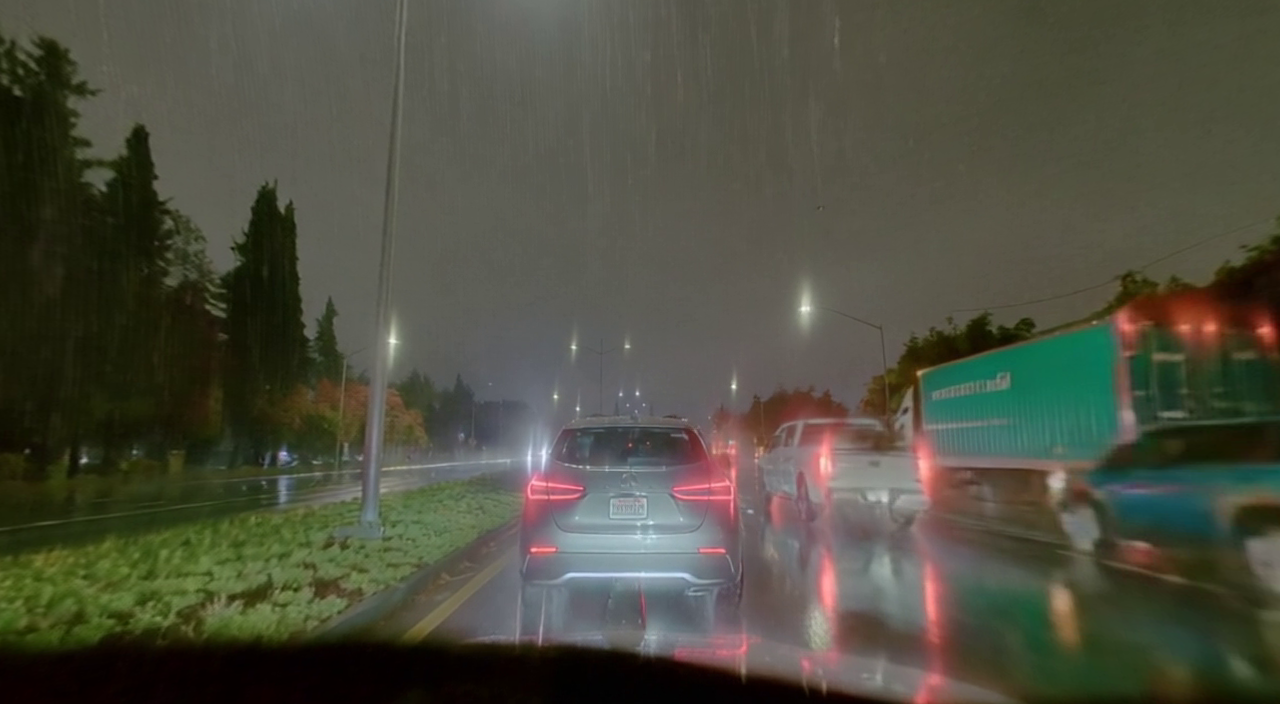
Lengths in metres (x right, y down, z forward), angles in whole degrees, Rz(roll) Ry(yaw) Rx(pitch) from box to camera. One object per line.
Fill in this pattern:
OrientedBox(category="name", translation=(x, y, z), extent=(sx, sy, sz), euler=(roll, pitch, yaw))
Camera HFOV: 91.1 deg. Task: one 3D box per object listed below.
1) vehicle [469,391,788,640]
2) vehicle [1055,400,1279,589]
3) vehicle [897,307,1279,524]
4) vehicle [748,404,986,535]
OrientedBox(category="vehicle", translation=(-0.093, 1.422, 6.404), extent=(2.172, 1.694, 4.055), euler=(0, -8, -1))
OrientedBox(category="vehicle", translation=(7.200, 1.492, 6.827), extent=(2.024, 1.810, 4.807), euler=(0, -9, 0))
OrientedBox(category="vehicle", translation=(11.032, 1.961, 17.177), extent=(3.025, 3.993, 11.243), euler=(0, -9, -1))
OrientedBox(category="vehicle", translation=(3.983, 2.246, 12.735), extent=(2.440, 1.962, 6.363), euler=(0, -8, 0))
